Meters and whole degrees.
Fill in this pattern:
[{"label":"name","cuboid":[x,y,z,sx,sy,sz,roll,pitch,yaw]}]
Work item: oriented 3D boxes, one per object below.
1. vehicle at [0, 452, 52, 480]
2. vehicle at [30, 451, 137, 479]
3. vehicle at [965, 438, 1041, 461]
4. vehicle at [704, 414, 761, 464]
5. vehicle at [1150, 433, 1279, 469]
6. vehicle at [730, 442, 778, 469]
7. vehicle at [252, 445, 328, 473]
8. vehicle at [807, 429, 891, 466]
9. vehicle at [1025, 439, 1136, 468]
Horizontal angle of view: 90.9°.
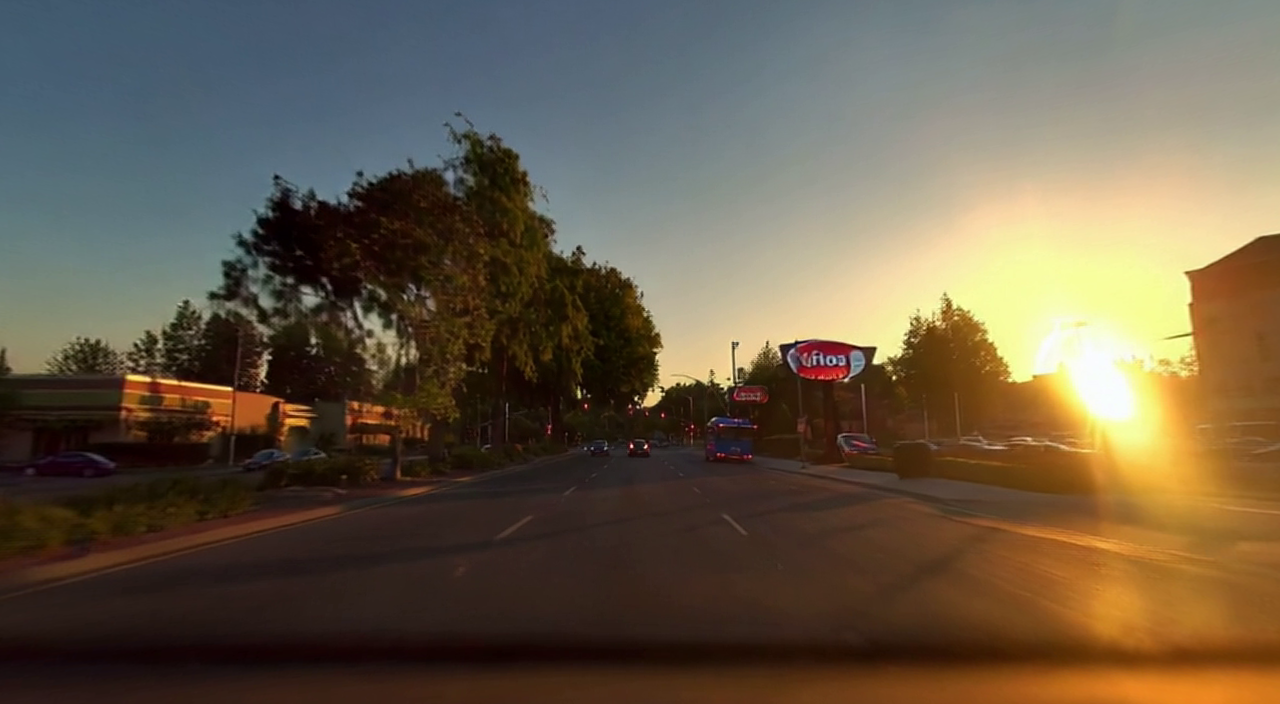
[{"label":"vehicle","cuboid":[-36.691,6.560,36.315,4.232,1.477,1.772,-2,-9,10]},{"label":"vehicle","cuboid":[-31.365,6.375,35.583,4.566,1.484,2.051,-2,-9,12]},{"label":"vehicle","cuboid":[25.884,6.997,45.147,4.545,1.571,1.769,-5,-9,25]},{"label":"vehicle","cuboid":[6.658,6.445,46.483,2.891,3.361,7.843,0,-8,-1]},{"label":"vehicle","cuboid":[28.655,4.941,31.388,4.589,1.524,1.999,-6,-7,26]},{"label":"vehicle","cuboid":[6.624,6.055,37.210,1.980,1.473,4.537,0,-8,0]},{"label":"vehicle","cuboid":[-22.926,6.996,41.567,1.936,1.654,4.857,-1,-8,4]},{"label":"vehicle","cuboid":[13.590,6.163,40.816,5.354,2.214,2.504,6,-11,-38]},{"label":"vehicle","cuboid":[23.900,5.544,34.424,4.744,1.481,1.855,-6,-10,33]}]
